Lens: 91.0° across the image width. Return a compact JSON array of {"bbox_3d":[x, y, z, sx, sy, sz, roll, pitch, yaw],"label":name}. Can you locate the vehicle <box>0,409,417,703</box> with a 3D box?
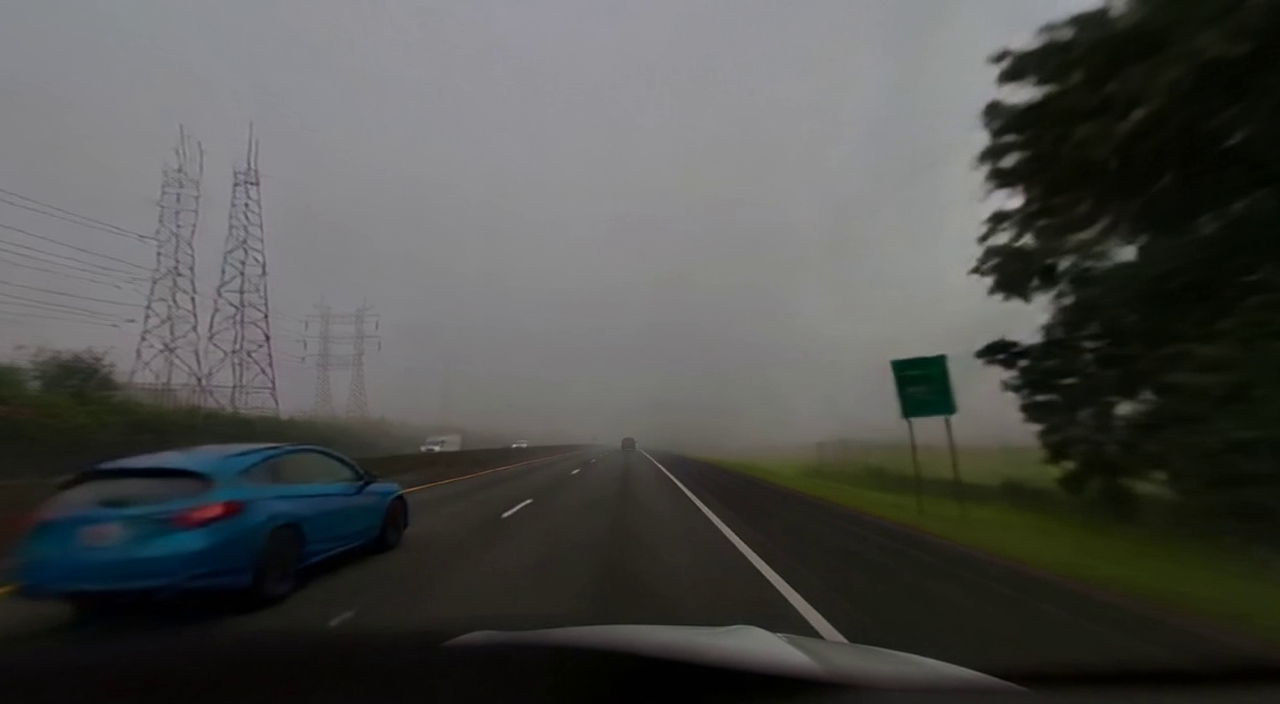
[{"bbox_3d":[-3.936,1.427,5.628,2.158,1.604,4.679,0,-8,0],"label":"vehicle"}]
